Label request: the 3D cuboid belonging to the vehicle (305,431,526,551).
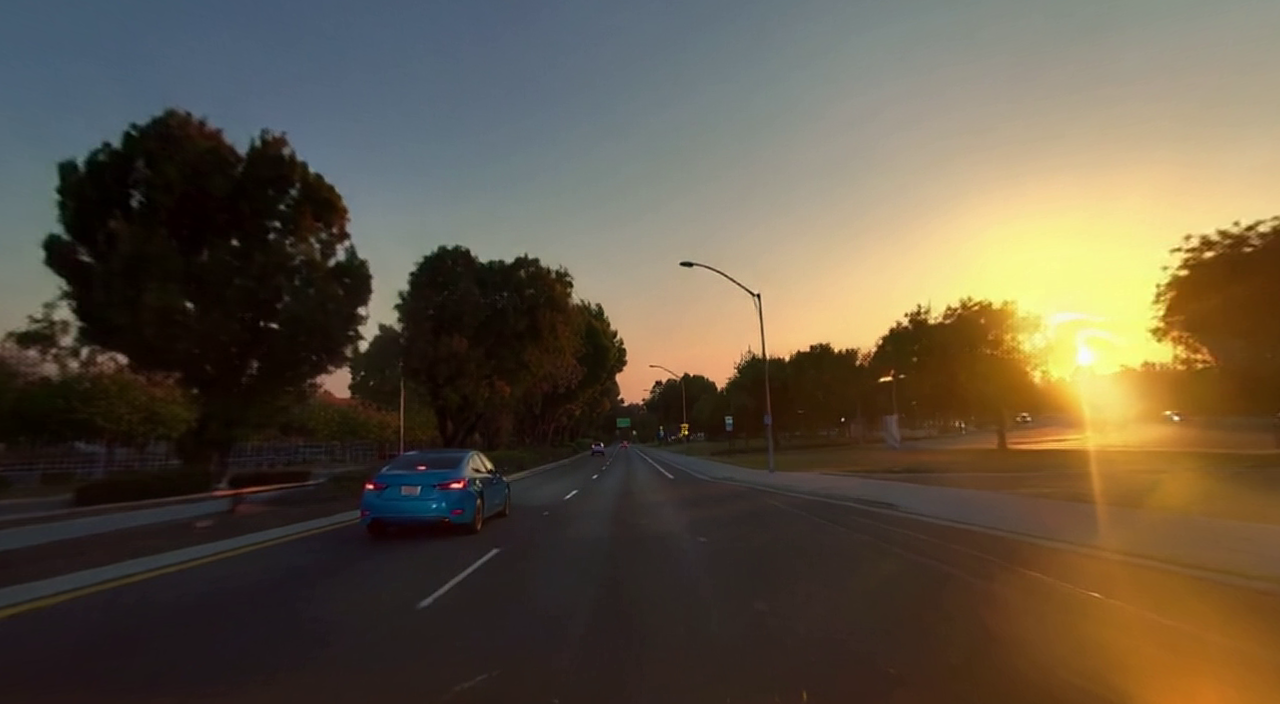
[{"bbox_3d":[-3.170,2.041,9.960,1.964,1.472,4.078,0,-8,0],"label":"vehicle"}]
